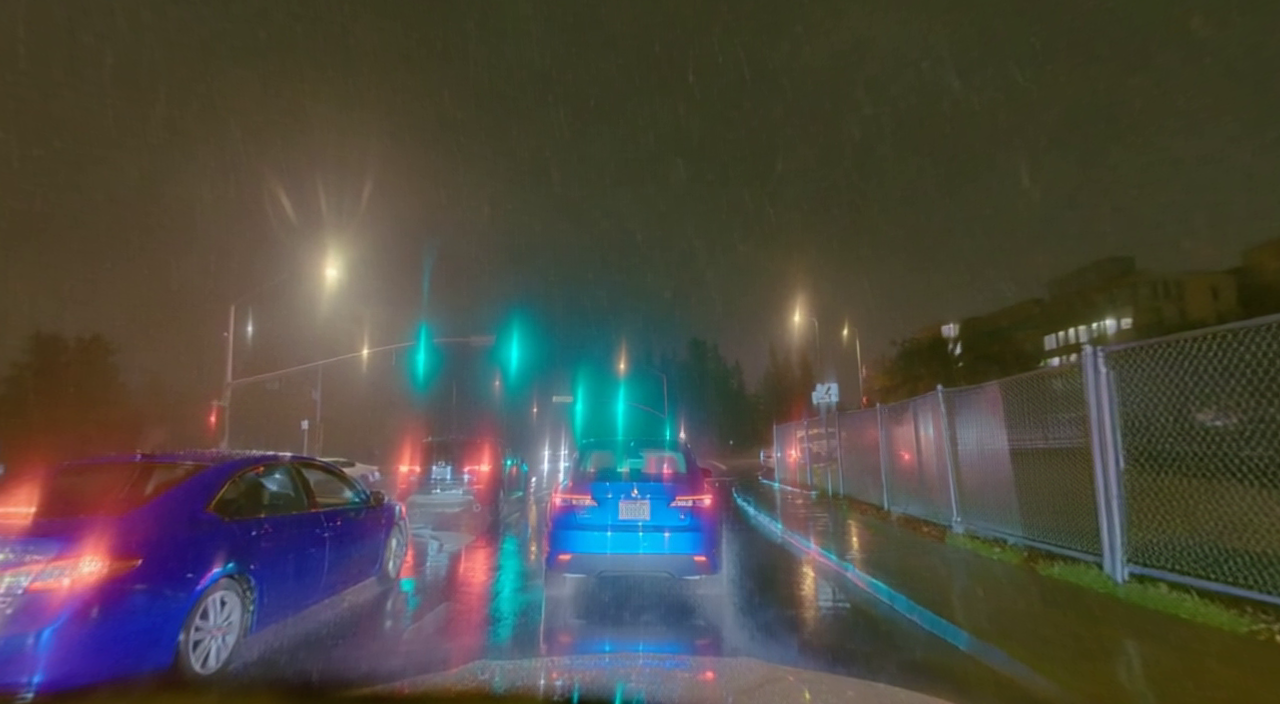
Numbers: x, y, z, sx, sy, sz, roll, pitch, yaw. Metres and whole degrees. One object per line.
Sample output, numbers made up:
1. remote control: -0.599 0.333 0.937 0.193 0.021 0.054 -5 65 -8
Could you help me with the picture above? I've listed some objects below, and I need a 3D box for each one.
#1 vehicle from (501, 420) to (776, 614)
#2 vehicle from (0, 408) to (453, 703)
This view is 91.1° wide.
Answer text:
1. vehicle: -0.010 1.604 7.025 2.144 1.514 4.063 0 -9 0
2. vehicle: -3.204 1.323 4.893 1.971 1.488 4.581 0 -9 1
